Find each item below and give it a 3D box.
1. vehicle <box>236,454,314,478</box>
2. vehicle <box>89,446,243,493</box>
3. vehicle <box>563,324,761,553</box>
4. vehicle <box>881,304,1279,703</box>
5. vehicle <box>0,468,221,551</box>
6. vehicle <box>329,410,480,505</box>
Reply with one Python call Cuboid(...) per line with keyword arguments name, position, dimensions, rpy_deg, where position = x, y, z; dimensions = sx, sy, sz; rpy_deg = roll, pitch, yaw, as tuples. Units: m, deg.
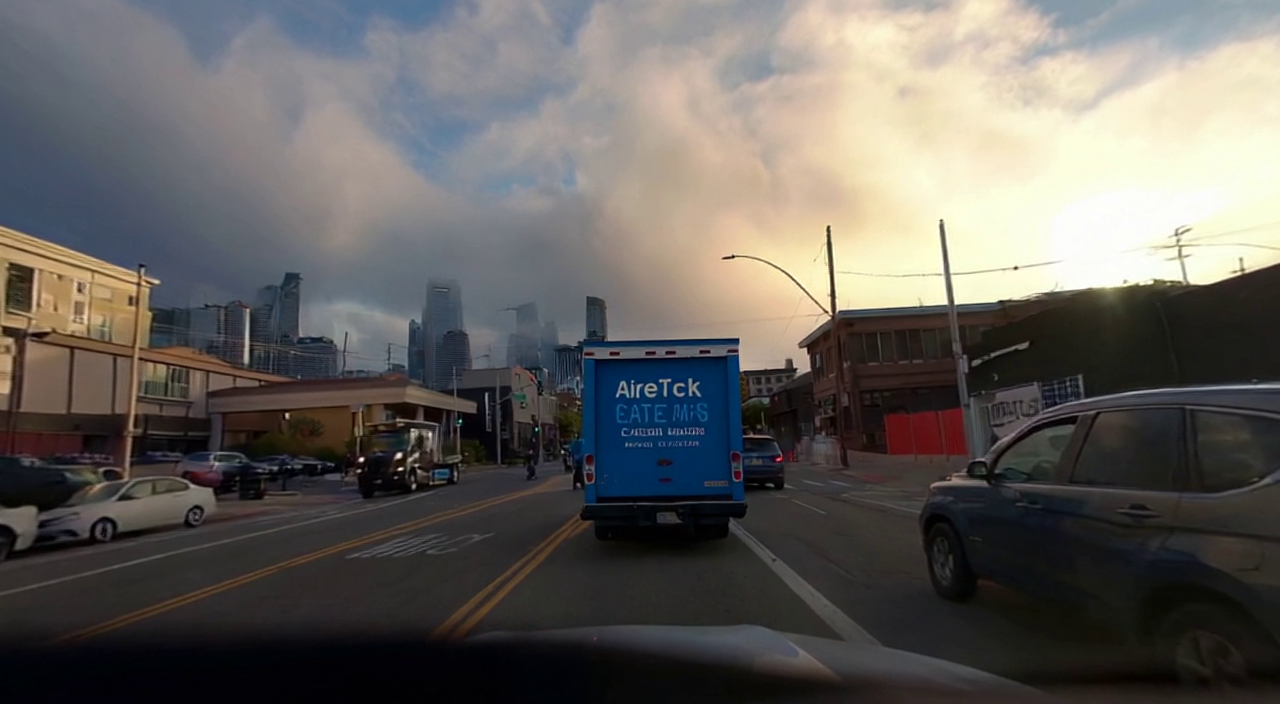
Cuboid(name="vehicle", position=(-27.713, 8.634, 47.739), dimensions=(4.670, 1.719, 1.931), rpy_deg=(0, -9, 2))
Cuboid(name="vehicle", position=(-21.987, 5.436, 29.255), dimensions=(5.475, 2.011, 2.269), rpy_deg=(-1, -8, 6))
Cuboid(name="vehicle", position=(0.175, 1.536, 11.199), dimensions=(2.517, 2.926, 6.177), rpy_deg=(0, -9, -2))
Cuboid(name="vehicle", position=(3.351, 0.943, 3.655), dimensions=(2.104, 1.786, 4.498), rpy_deg=(0, -9, 1))
Cuboid(name="vehicle", position=(-13.430, 3.961, 16.366), dimensions=(1.943, 1.682, 4.365), rpy_deg=(0, -9, 0))
Cuboid(name="vehicle", position=(-9.081, 4.203, 25.549), dimensions=(2.883, 3.199, 7.964), rpy_deg=(0, -9, 1))
